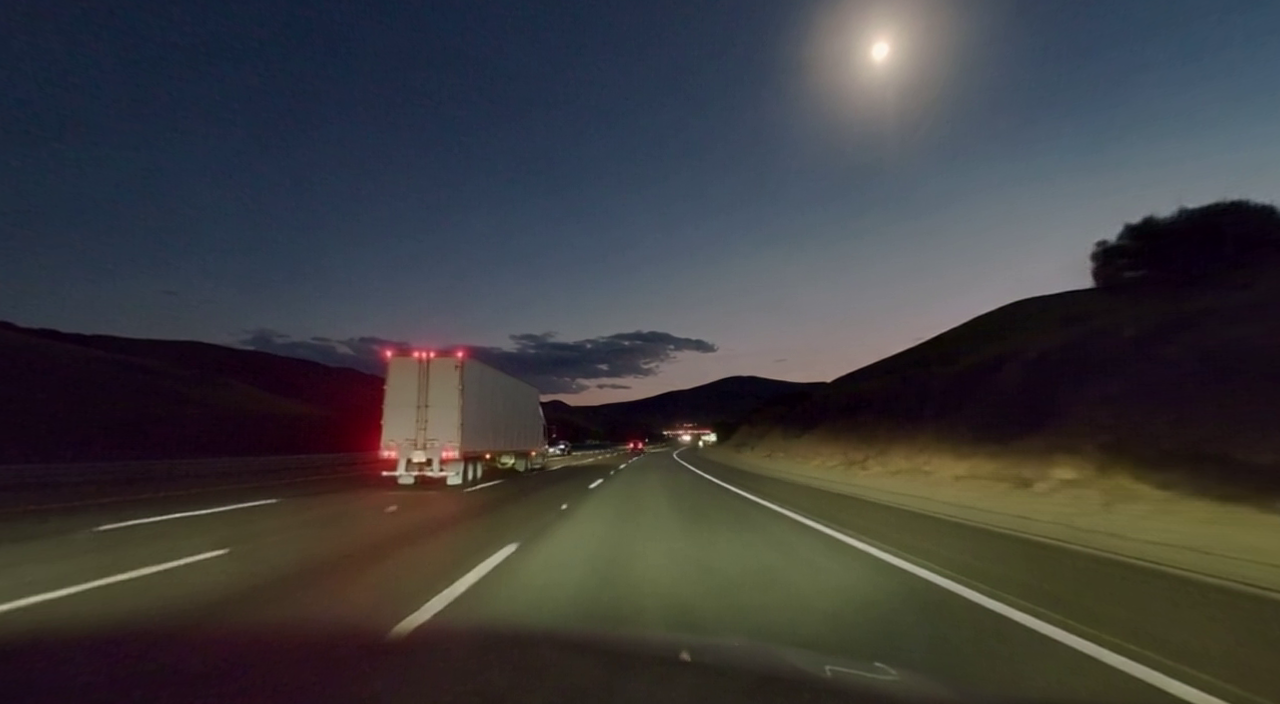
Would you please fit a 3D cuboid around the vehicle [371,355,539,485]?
[{"bbox_3d":[-6.392,2.821,24.321,2.981,3.860,11.022,0,-8,1],"label":"vehicle"}]
